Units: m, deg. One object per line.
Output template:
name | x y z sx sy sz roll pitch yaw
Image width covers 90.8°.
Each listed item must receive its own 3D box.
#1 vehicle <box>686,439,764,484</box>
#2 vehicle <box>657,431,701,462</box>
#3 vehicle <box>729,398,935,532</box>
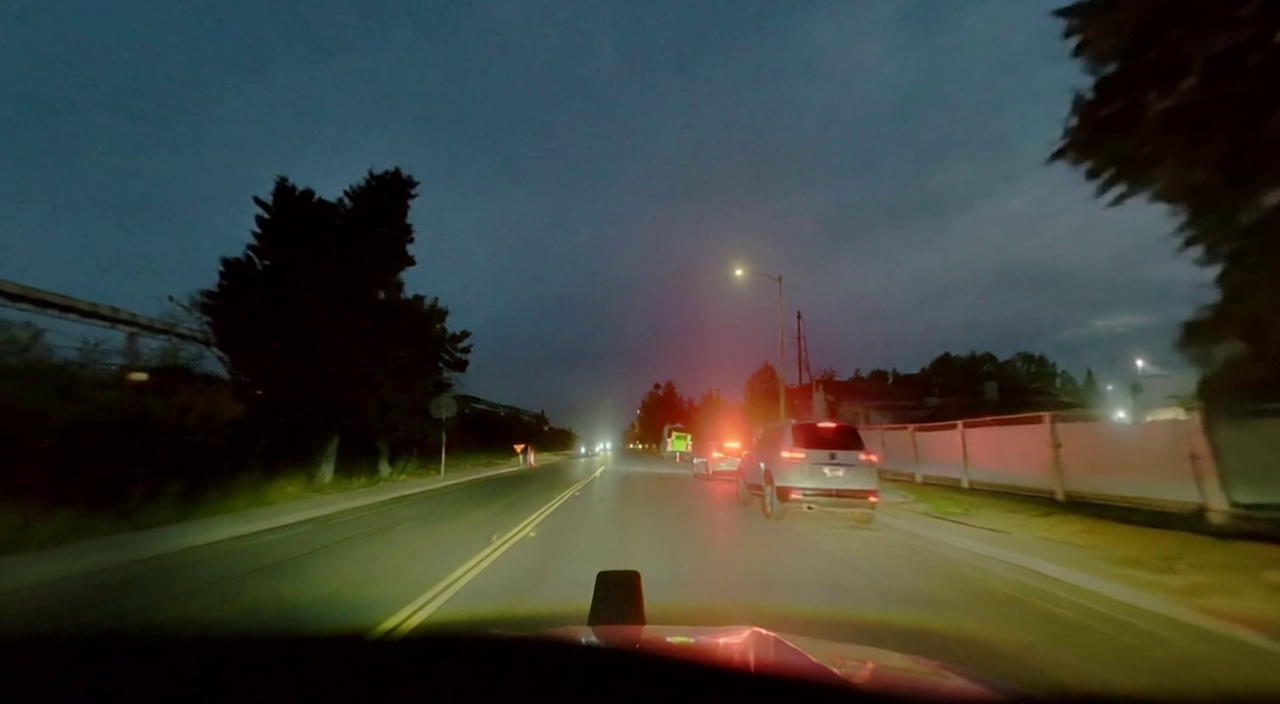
vehicle | 2.989 3.988 23.247 2.006 1.482 4.722 1 -9 -3
vehicle | 2.782 7.044 46.863 2.759 2.114 6.152 0 -9 -1
vehicle | 3.176 2.044 11.827 2.293 1.957 4.934 0 -9 0
